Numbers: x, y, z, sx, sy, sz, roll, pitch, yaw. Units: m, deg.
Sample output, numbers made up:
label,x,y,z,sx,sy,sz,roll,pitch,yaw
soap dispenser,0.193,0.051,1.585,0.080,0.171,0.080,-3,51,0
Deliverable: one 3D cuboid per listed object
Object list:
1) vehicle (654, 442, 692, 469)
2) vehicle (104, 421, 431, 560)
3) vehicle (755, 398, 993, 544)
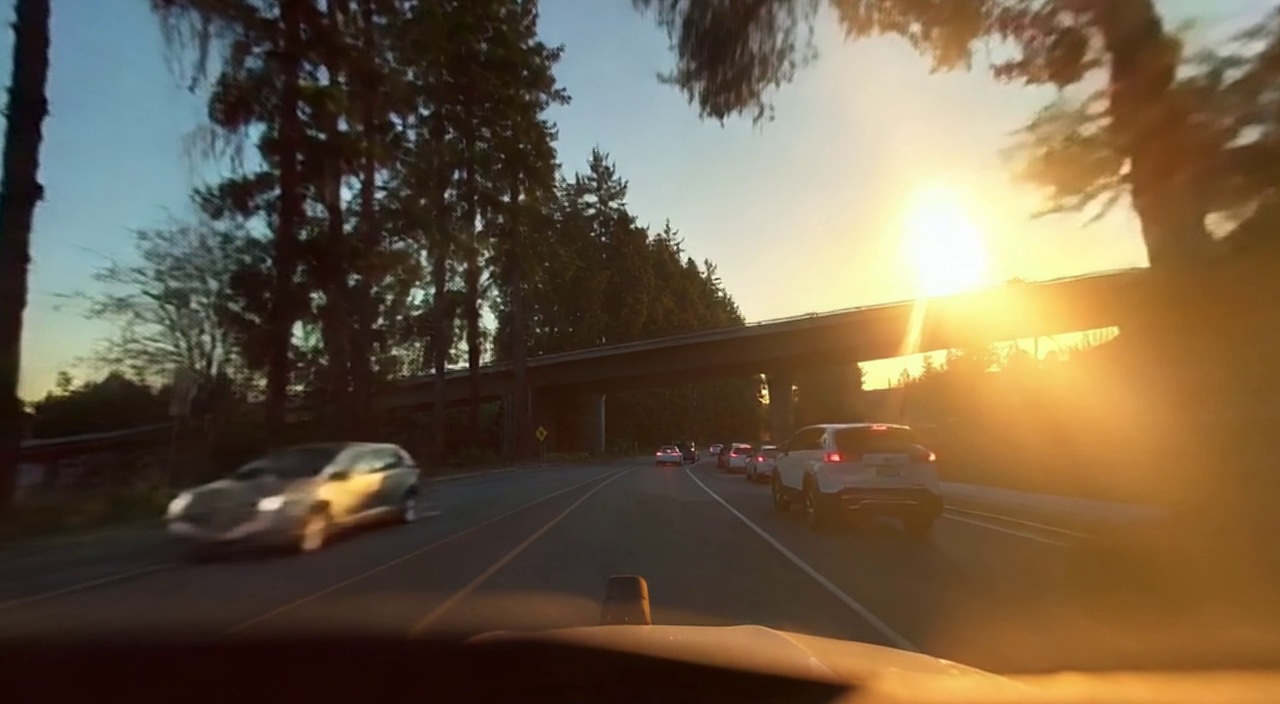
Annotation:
label,x,y,z,sx,sy,sz,roll,pitch,yaw
vehicle,2.053,6.290,38.354,2.078,1.506,4.058,-1,-9,6
vehicle,-4.905,1.864,9.207,2.009,1.527,4.119,0,-9,5
vehicle,3.607,1.972,11.021,2.273,1.944,4.866,0,-9,0
